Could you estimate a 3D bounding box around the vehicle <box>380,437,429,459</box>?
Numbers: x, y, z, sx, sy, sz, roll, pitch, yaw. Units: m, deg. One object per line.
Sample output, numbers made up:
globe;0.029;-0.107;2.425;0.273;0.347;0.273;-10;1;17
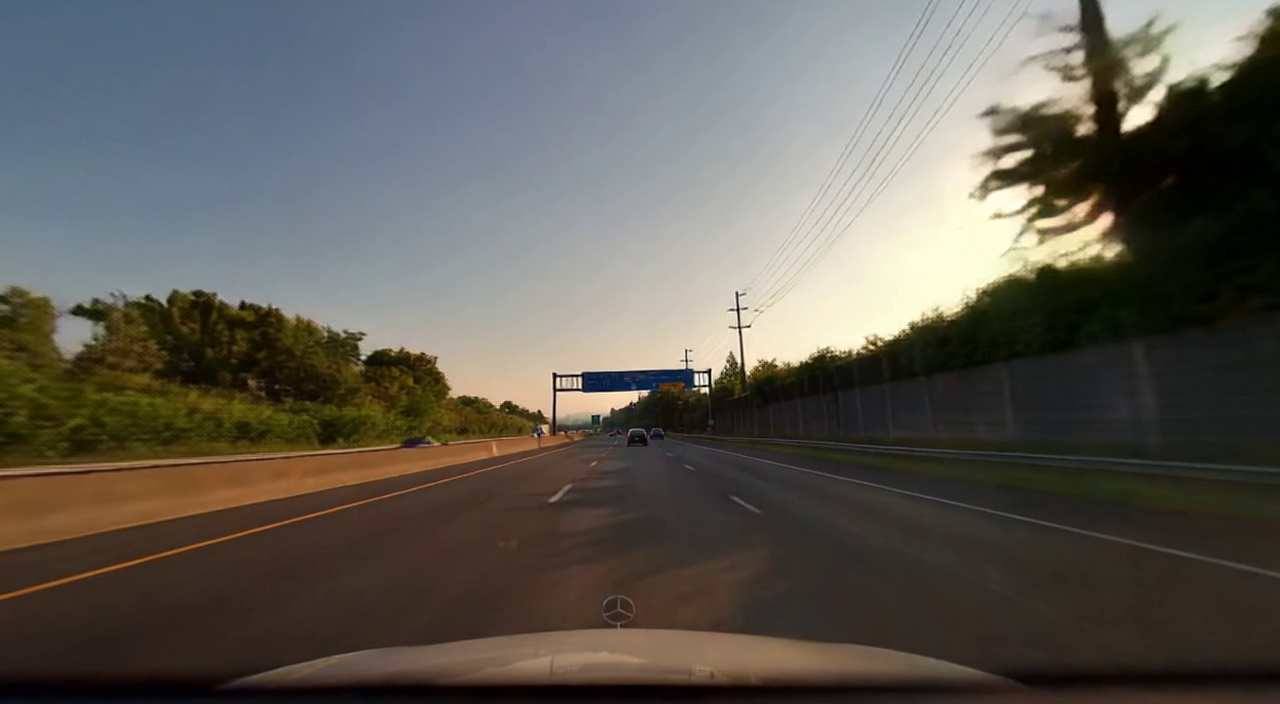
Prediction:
vehicle;-17.129;6.971;46.037;1.860;1.505;4.566;0;-8;-1
